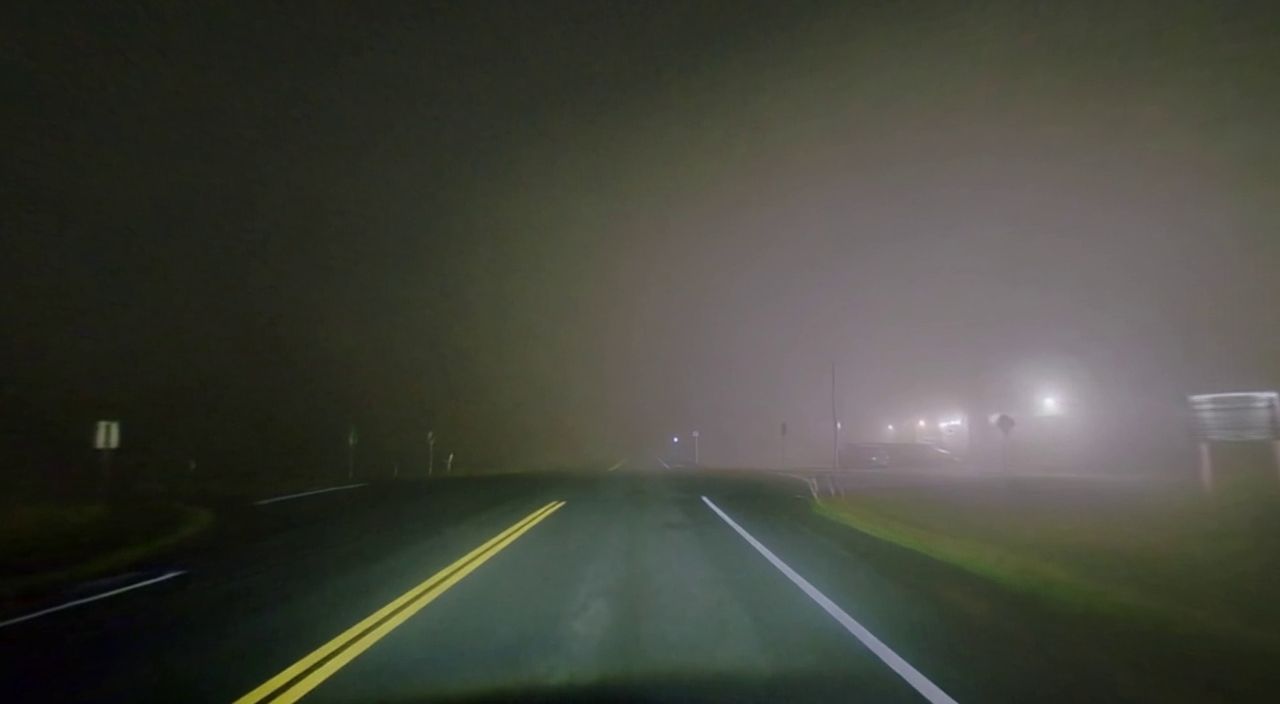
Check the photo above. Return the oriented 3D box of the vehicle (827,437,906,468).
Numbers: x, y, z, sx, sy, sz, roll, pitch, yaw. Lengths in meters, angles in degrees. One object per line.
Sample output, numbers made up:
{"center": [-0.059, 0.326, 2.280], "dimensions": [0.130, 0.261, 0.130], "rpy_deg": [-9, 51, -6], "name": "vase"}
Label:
{"center": [14.520, 6.466, 40.805], "dimensions": [2.037, 1.829, 4.919], "rpy_deg": [3, -9, -21], "name": "vehicle"}
